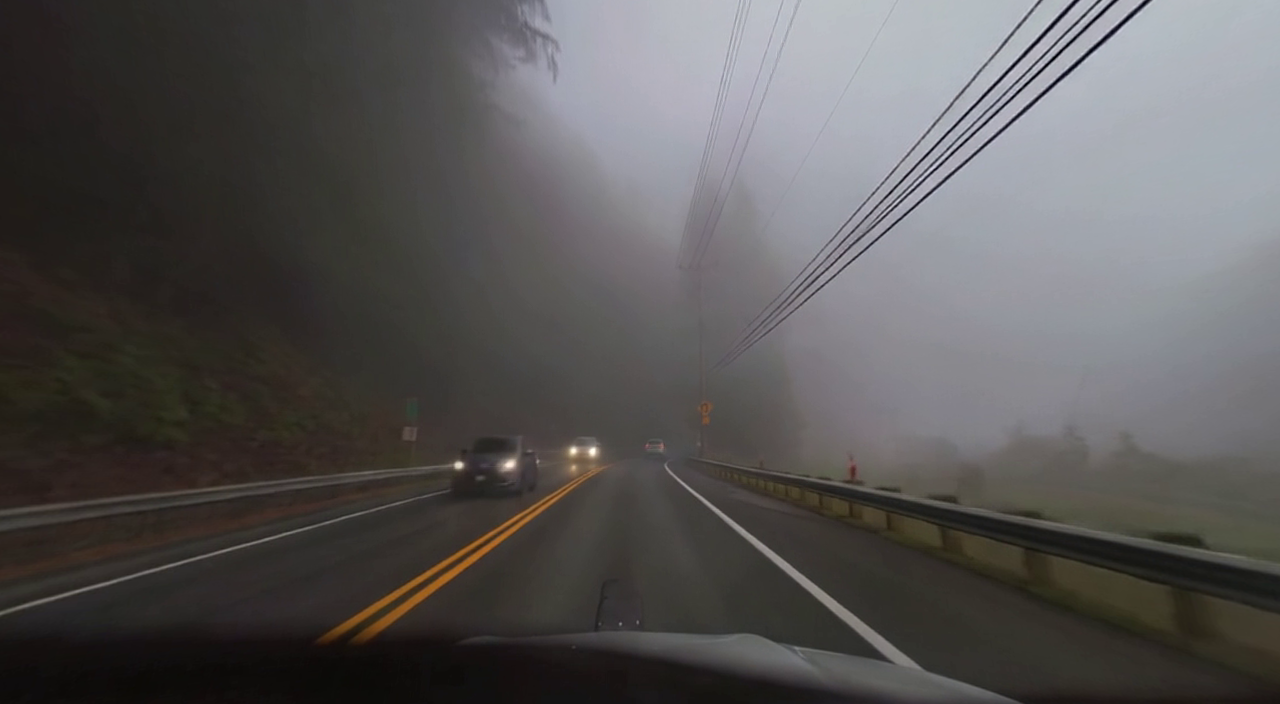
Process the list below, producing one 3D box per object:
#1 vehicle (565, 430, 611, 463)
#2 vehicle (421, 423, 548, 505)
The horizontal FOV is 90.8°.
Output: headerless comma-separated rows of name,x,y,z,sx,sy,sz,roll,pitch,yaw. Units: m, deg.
vehicle,-3.291,6.186,41.197,2.343,1.998,4.973,-1,-8,3
vehicle,-3.815,2.853,16.514,2.120,1.821,4.650,0,-8,0
